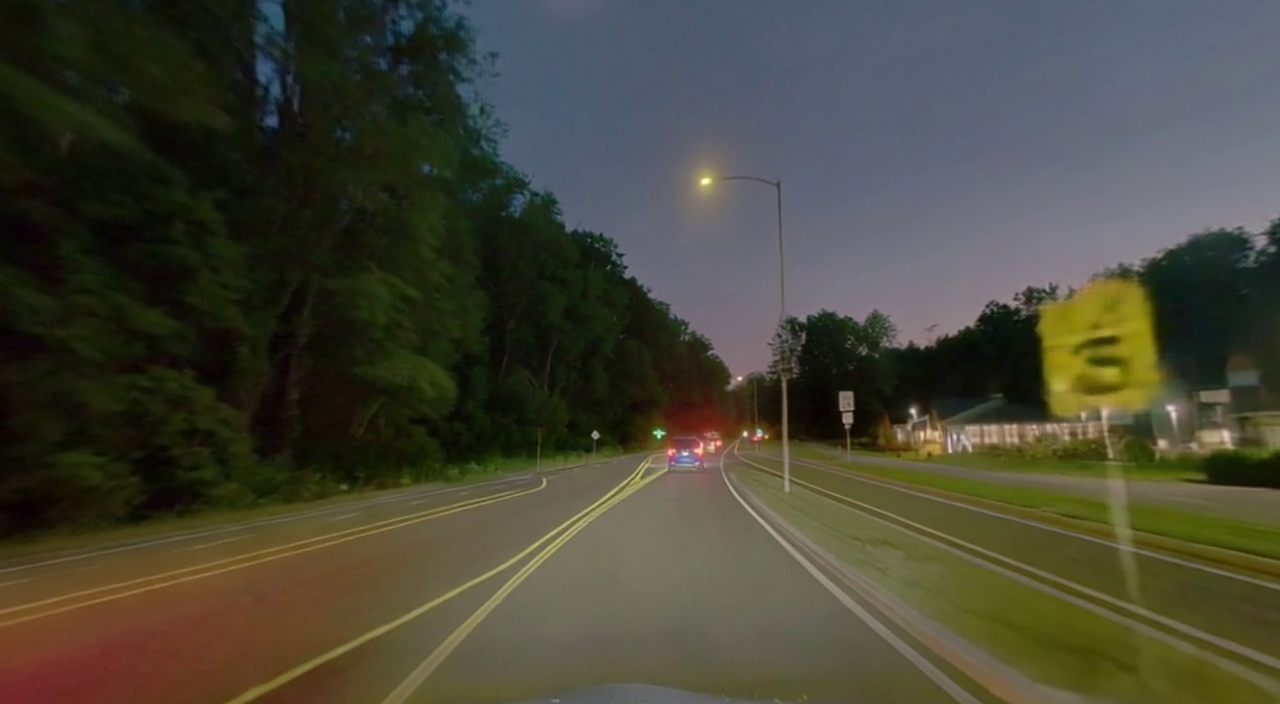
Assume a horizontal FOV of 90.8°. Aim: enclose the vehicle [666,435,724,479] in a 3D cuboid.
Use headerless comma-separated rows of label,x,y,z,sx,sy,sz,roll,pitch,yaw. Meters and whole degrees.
vehicle,2.422,4.446,26.952,2.216,1.708,4.110,-1,-9,8
